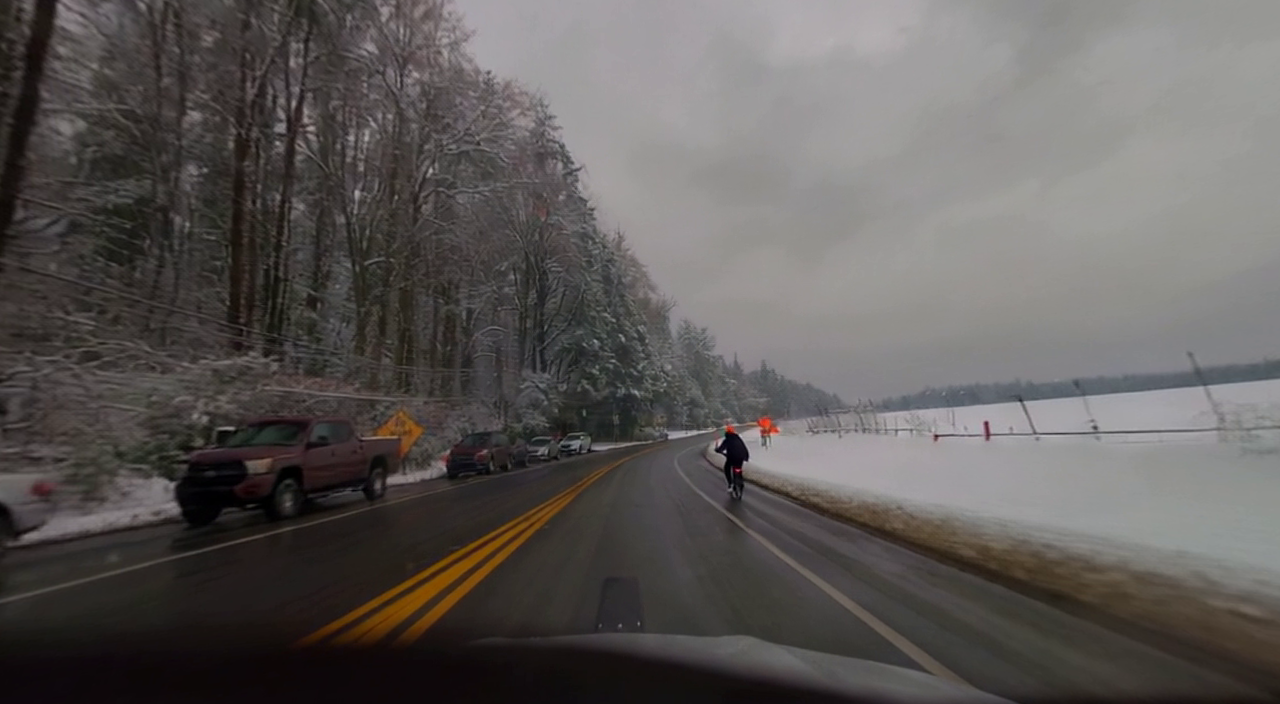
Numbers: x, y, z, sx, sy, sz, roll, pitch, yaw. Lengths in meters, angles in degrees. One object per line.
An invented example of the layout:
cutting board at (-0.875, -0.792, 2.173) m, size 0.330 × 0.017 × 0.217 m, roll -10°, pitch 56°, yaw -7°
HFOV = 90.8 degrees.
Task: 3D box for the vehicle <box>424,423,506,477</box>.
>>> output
vehicle at (-7.236, 4.119, 26.615) m, size 1.955 × 1.908 × 4.680 m, roll -5°, pitch -9°, yaw 1°

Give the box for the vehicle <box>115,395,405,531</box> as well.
vehicle at (-7.208, 2.217, 13.109) m, size 2.312 × 2.075 × 5.748 m, roll -3°, pitch -9°, yaw 2°
